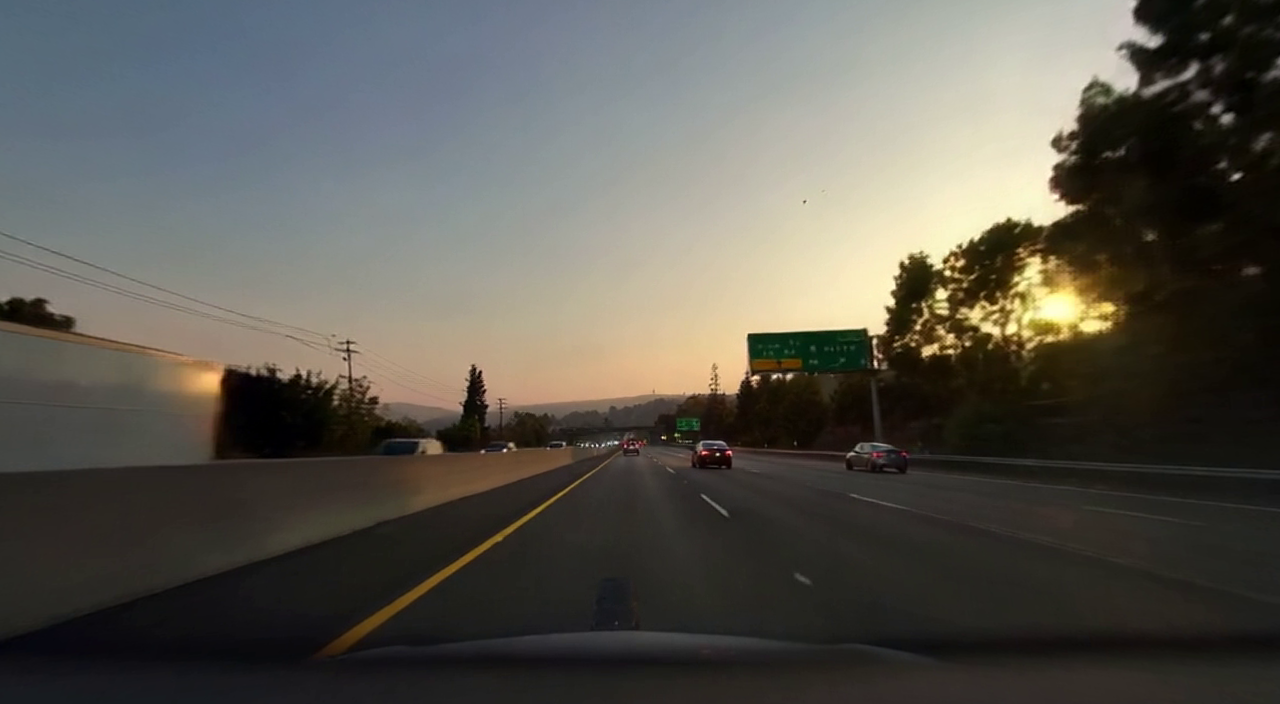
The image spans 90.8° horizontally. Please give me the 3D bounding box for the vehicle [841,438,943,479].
[{"bbox_3d":[10.256,4.356,26.228,1.987,1.502,5.130,0,-8,-1],"label":"vehicle"}]

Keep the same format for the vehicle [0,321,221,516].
[{"bbox_3d":[-15.115,1.234,12.131,3.082,4.100,16.527,0,-8,-1],"label":"vehicle"}]

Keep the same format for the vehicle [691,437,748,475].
[{"bbox_3d":[3.633,4.843,29.663,2.018,1.600,4.121,0,-8,-2],"label":"vehicle"}]

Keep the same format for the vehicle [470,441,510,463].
[{"bbox_3d":[-11.610,7.757,49.324,2.001,1.604,4.568,0,-8,0],"label":"vehicle"}]
